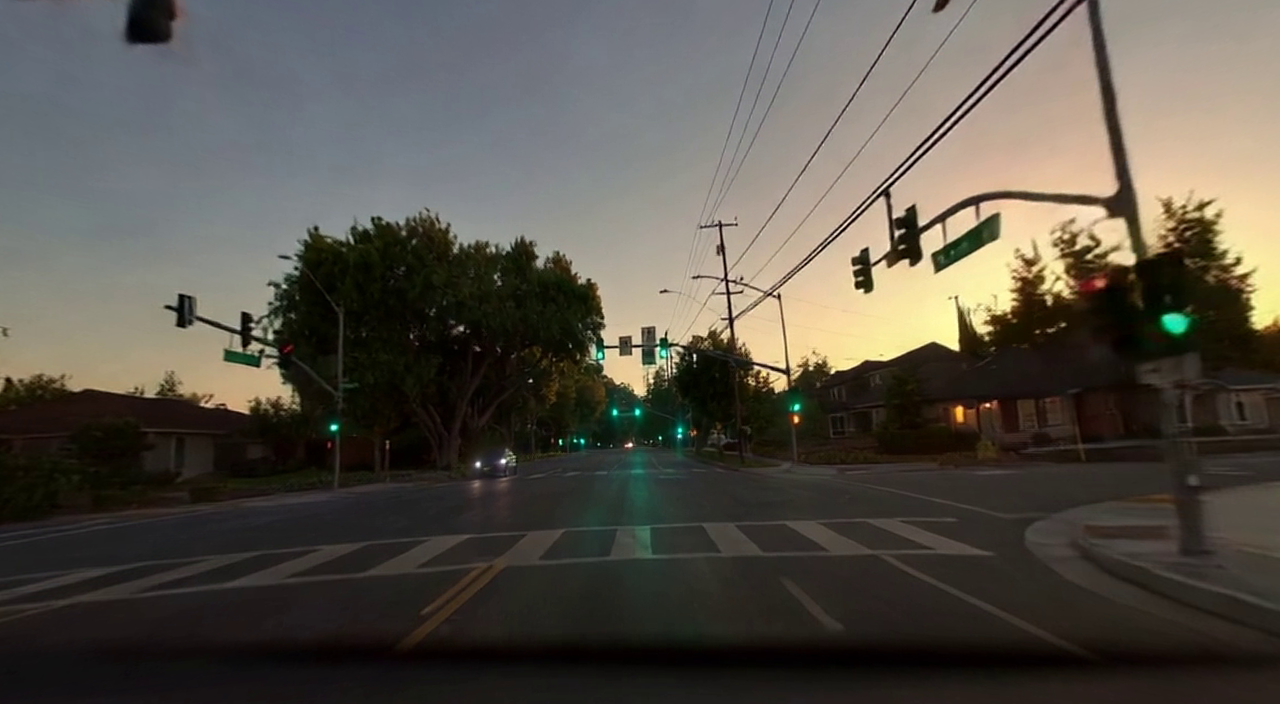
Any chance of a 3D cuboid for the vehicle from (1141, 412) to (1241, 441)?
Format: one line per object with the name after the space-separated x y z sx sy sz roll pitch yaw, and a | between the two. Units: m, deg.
34.242 4.720 39.430 2.031 1.661 4.509 1 -8 -3 | vehicle
